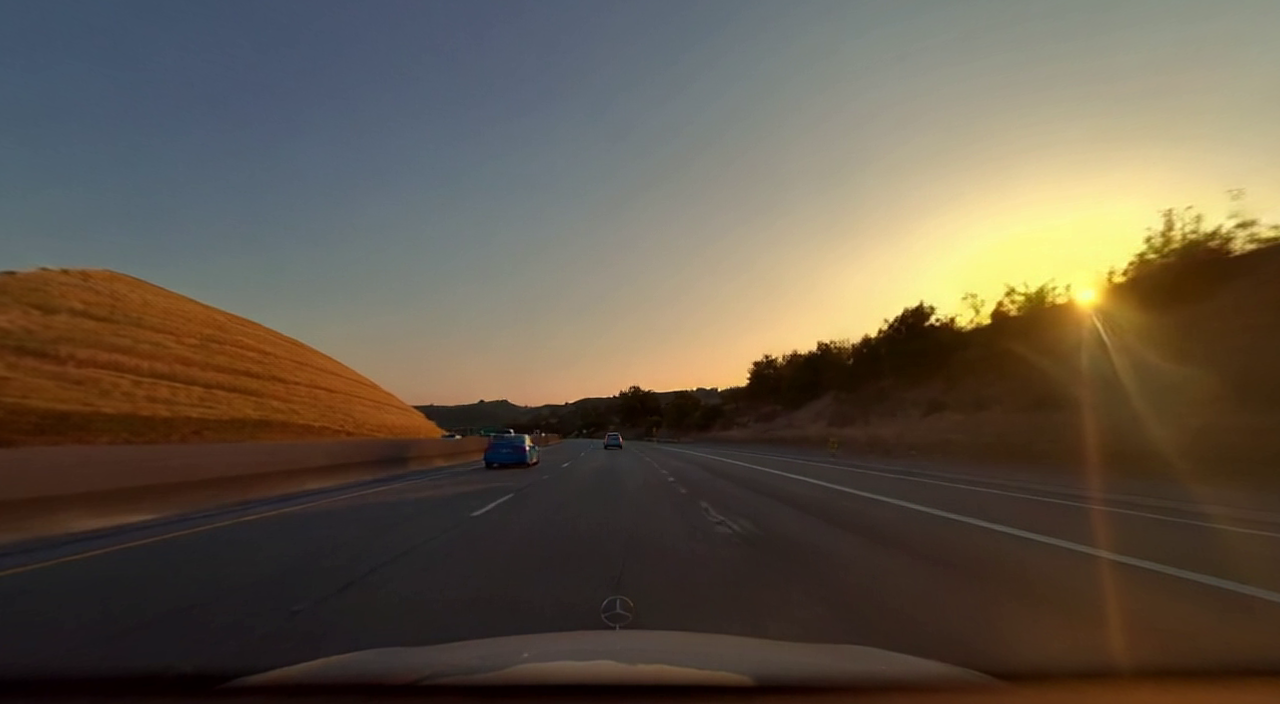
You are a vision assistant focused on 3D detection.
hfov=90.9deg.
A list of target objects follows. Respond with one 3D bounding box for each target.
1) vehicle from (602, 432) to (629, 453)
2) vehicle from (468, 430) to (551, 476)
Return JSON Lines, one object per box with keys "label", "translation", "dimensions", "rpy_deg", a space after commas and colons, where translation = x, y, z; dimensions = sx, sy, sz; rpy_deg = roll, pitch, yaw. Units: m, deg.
{"label": "vehicle", "translation": [-1.908, 7.012, 48.988], "dimensions": [1.997, 1.589, 4.179], "rpy_deg": [0, -8, -2]}
{"label": "vehicle", "translation": [-4.785, 3.766, 23.912], "dimensions": [2.141, 1.534, 5.099], "rpy_deg": [0, -8, -1]}
